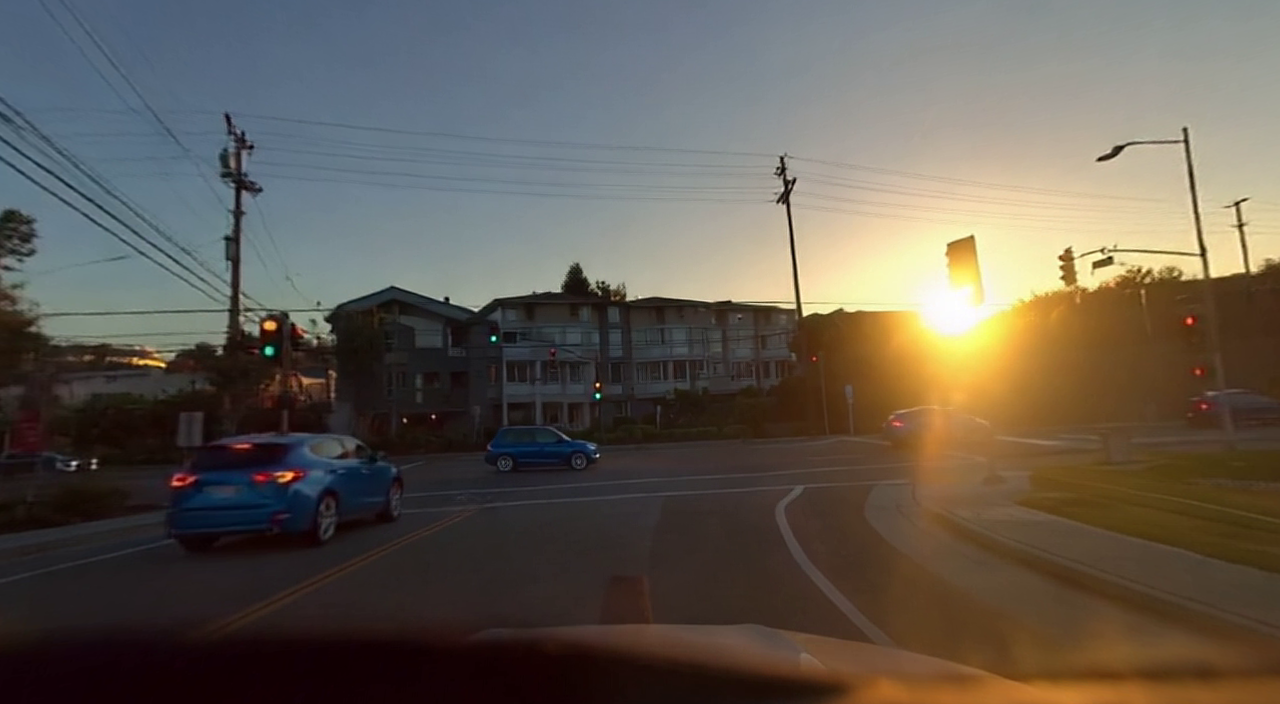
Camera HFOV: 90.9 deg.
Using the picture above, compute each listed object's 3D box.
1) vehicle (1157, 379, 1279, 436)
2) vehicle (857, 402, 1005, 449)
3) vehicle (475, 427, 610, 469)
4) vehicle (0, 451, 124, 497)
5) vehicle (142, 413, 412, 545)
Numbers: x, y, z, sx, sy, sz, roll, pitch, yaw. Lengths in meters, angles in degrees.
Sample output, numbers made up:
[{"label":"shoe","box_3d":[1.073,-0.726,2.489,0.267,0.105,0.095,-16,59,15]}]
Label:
[{"label":"vehicle","box_3d":[23.487,2.184,24.412,4.950,2.022,2.221,0,-9,-4]},{"label":"vehicle","box_3d":[10.955,2.825,23.965,4.636,1.668,1.935,0,-9,-2]},{"label":"vehicle","box_3d":[-3.489,3.522,23.384,4.757,1.442,1.858,0,-7,-3]},{"label":"vehicle","box_3d":[-21.397,4.262,22.143,4.610,1.476,2.021,0,-9,-4]},{"label":"vehicle","box_3d":[-5.703,2.048,10.810,1.928,1.726,4.704,0,-9,-2]}]
